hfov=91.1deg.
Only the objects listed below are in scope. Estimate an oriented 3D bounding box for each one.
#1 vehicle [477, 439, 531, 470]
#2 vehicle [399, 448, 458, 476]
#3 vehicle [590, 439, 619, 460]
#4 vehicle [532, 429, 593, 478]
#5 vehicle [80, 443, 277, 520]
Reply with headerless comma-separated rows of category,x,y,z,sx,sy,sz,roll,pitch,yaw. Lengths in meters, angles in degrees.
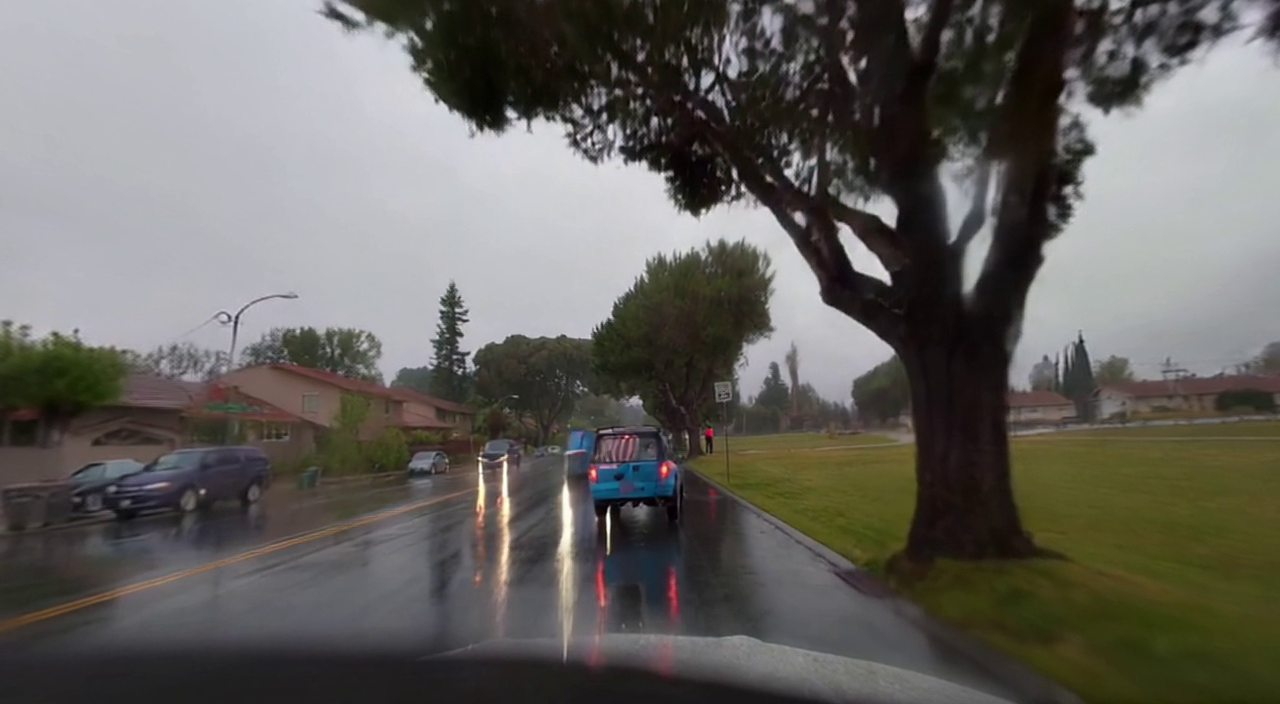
vehicle,-8.442,6.382,39.444,2.060,1.785,5.303,0,-8,1
vehicle,-12.197,6.349,36.498,1.887,1.469,4.691,0,-9,-1
vehicle,-2.726,7.570,48.815,2.007,1.615,3.758,0,-8,1
vehicle,-3.078,4.134,25.703,1.908,1.809,4.230,0,-8,1
vehicle,-12.368,3.434,17.318,1.928,1.800,4.632,0,-8,-1
